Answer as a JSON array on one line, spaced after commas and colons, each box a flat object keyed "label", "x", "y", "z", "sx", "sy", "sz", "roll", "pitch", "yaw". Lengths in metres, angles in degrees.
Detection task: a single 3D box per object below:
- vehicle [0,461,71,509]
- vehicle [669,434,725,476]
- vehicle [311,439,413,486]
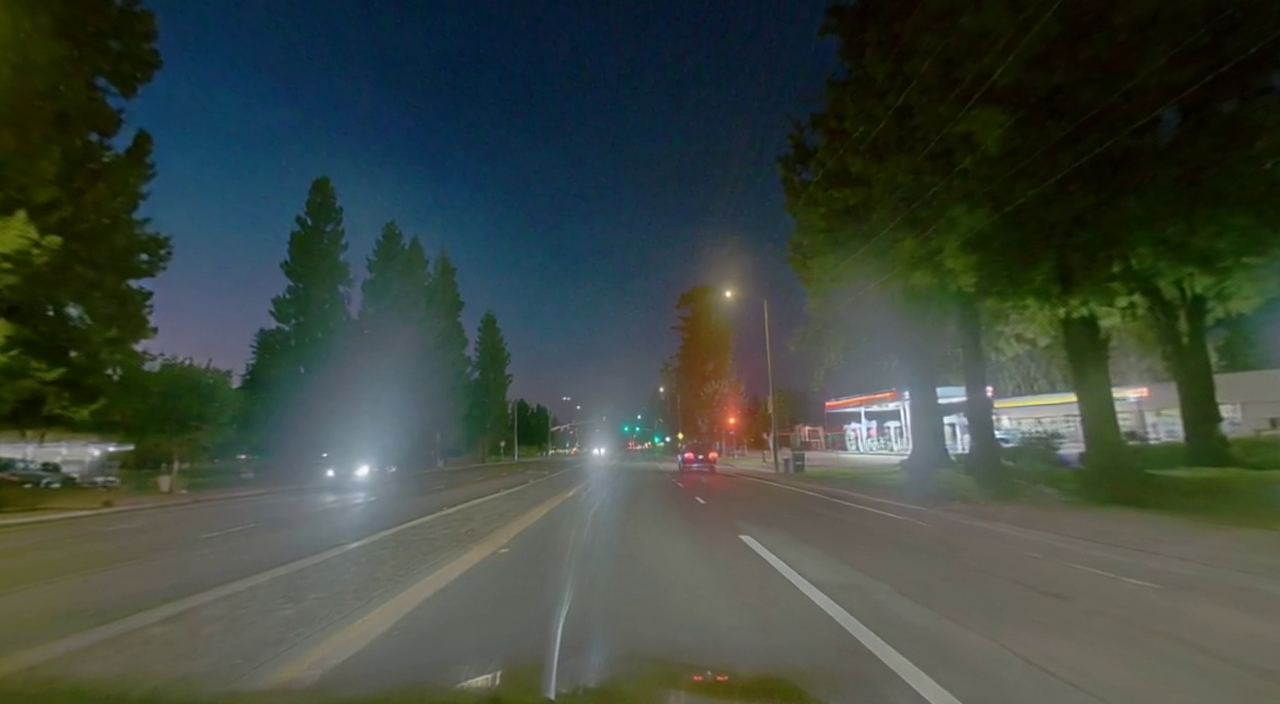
[{"label": "vehicle", "x": -23.028, "y": 4.780, "z": 22.980, "sx": 4.117, "sy": 1.557, "sz": 1.876, "roll": -5, "pitch": -9, "yaw": 26}, {"label": "vehicle", "x": 2.679, "y": 4.990, "z": 30.785, "sx": 2.115, "sy": 1.840, "sz": 4.777, "roll": 0, "pitch": -8, "yaw": -2}, {"label": "vehicle", "x": -12.831, "y": 5.111, "z": 29.653, "sx": 2.379, "sy": 1.967, "sz": 5.195, "roll": -1, "pitch": -8, "yaw": 1}]
